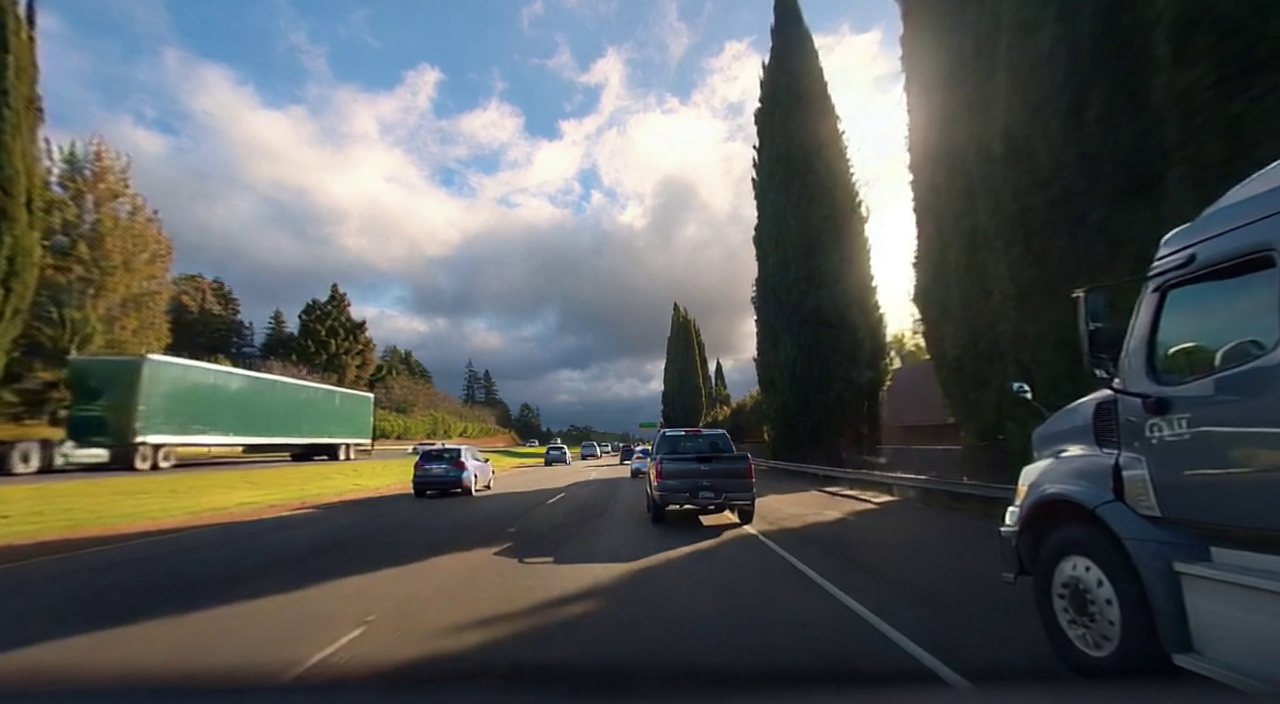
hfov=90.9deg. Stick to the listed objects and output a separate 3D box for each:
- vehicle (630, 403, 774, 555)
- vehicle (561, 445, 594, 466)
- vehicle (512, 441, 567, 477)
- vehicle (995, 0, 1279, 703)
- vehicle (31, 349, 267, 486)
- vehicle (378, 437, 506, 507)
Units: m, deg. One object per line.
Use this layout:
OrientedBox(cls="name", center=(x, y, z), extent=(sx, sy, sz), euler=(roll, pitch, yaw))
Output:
OrientedBox(cls="vehicle", center=(0.777, 1.923, 10.084), extent=(1.825, 1.920, 3.960), euler=(0, -9, 0))
OrientedBox(cls="vehicle", center=(-4.442, 7.464, 45.418), extent=(1.857, 1.423, 3.920), euler=(0, -9, 1))
OrientedBox(cls="vehicle", center=(-4.687, 5.050, 29.976), extent=(1.855, 1.527, 4.209), euler=(0, -9, 1))
OrientedBox(cls="vehicle", center=(3.803, 0.039, 2.618), extent=(2.141, 3.473, 4.217), euler=(-1, -9, 2))
OrientedBox(cls="vehicle", center=(-15.942, 2.315, 21.211), extent=(2.946, 3.934, 5.884), euler=(0, -9, 0))
OrientedBox(cls="vehicle", center=(-4.747, 2.922, 15.751), extent=(1.867, 1.489, 3.829), euler=(0, -9, 1))
